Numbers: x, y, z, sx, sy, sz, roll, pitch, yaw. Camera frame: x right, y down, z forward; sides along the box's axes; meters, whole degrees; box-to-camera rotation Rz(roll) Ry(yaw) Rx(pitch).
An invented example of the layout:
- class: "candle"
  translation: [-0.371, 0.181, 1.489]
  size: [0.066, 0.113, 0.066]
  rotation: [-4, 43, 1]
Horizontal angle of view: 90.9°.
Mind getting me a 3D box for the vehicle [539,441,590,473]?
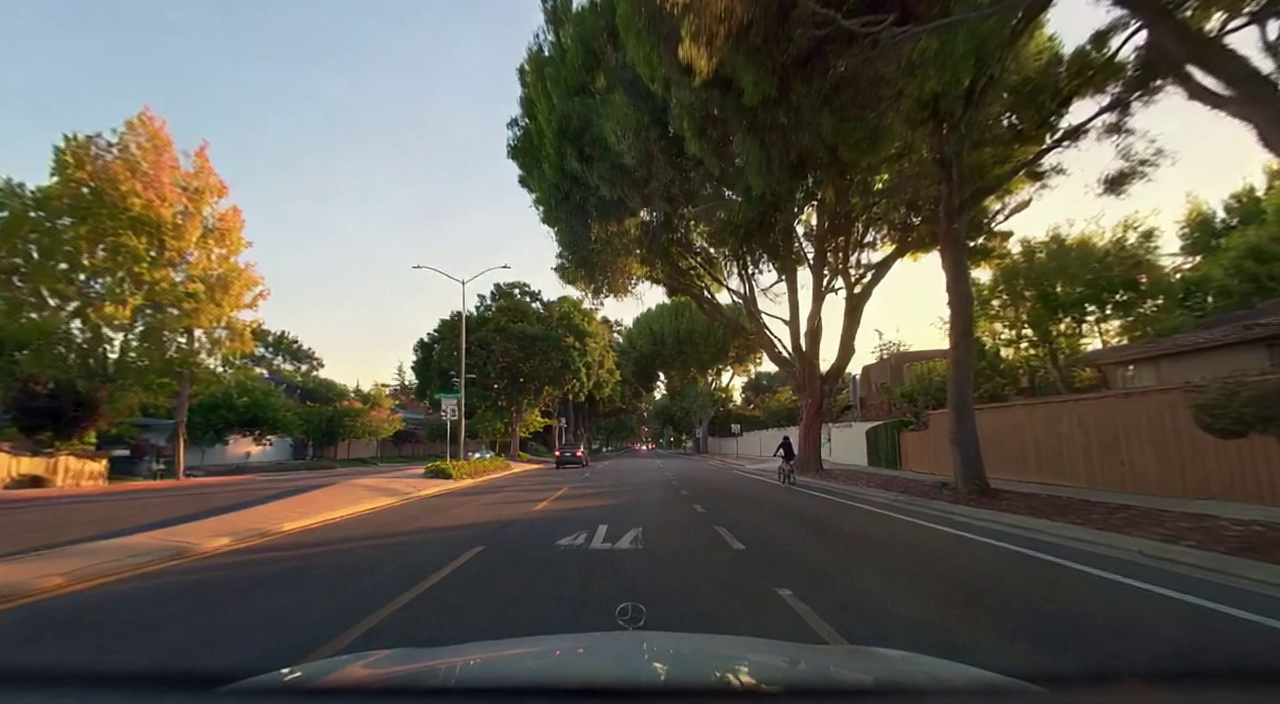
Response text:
- class: "vehicle"
  translation: [-3.715, 5.251, 31.850]
  size: [2.011, 1.480, 4.517]
  rotation: [0, -9, 0]
